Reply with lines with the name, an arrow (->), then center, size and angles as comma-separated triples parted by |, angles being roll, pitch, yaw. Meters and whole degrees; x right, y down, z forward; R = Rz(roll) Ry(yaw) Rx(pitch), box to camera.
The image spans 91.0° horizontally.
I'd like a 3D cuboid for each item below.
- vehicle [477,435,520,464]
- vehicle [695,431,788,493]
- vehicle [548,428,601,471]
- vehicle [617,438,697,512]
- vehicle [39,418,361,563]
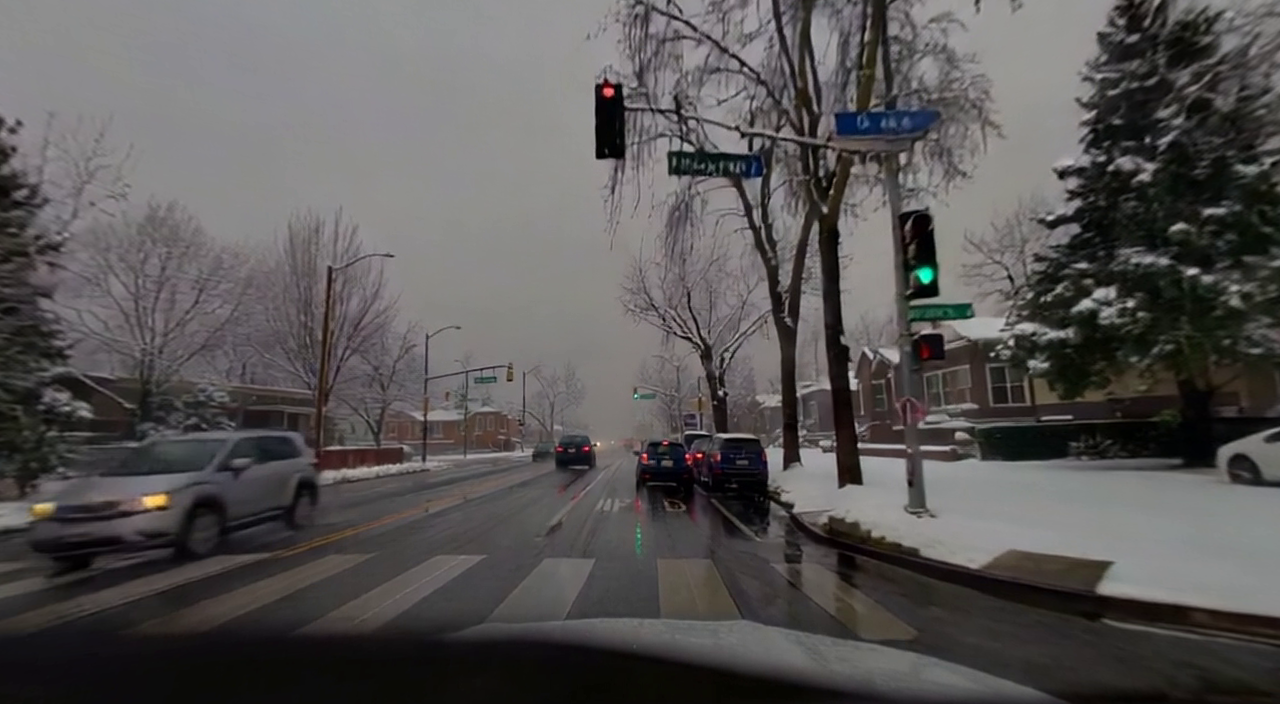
vehicle -> -9.348, 6.424, 41.861 | 1.850, 1.720, 4.237 | -2, -8, 0
vehicle -> 2.856, 3.168, 18.607 | 1.905, 1.589, 4.028 | 0, -8, -3
vehicle -> -2.971, 4.521, 29.380 | 1.983, 1.841, 4.013 | 0, -8, 1
vehicle -> 0.286, 2.654, 14.066 | 1.485, 1.385, 3.283 | 2, -8, -3
vehicle -> -6.110, 1.909, 9.517 | 1.976, 1.689, 4.071 | 0, -8, -2
